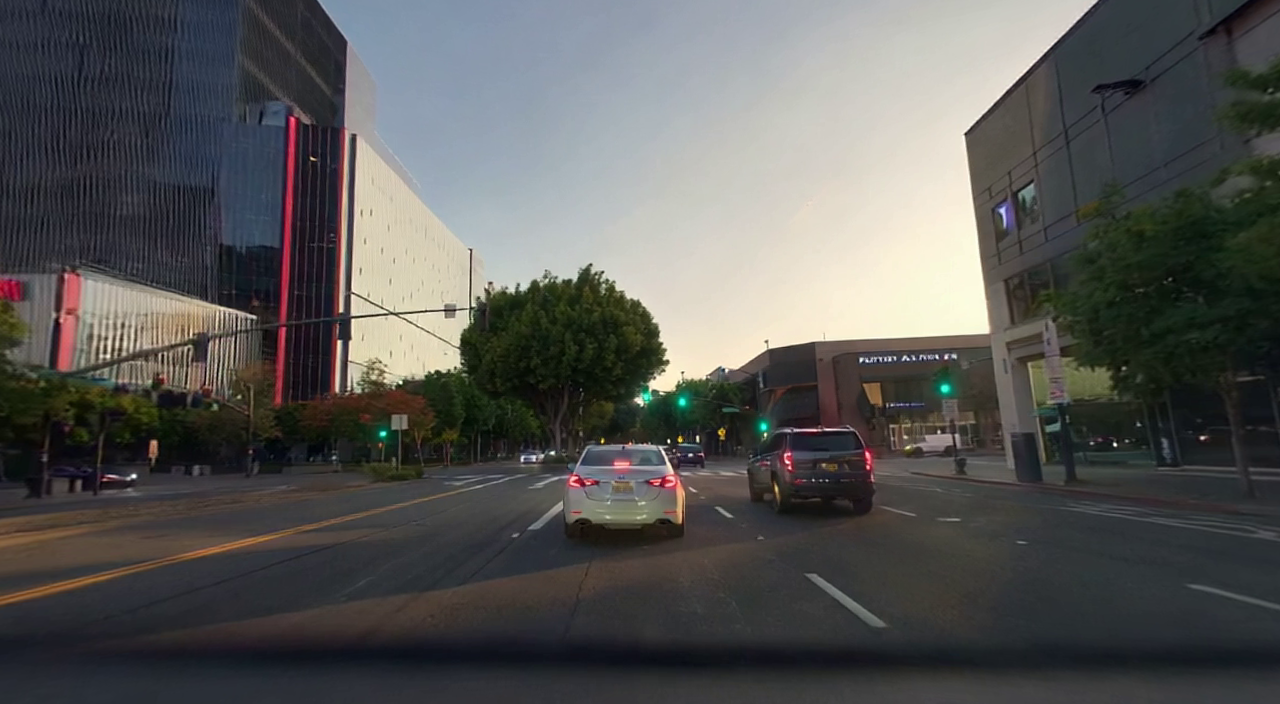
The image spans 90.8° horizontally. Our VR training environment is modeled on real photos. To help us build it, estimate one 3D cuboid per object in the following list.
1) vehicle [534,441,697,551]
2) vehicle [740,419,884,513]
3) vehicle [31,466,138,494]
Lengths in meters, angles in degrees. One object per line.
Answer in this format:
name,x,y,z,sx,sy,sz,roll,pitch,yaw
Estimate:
vehicle,-0.358,2.188,10.376,2.144,1.398,3.963,0,-7,-1
vehicle,3.665,2.488,14.379,2.078,1.799,4.089,0,-7,-1
vehicle,-34.804,8.018,39.688,4.470,1.556,2.231,1,-8,-3
